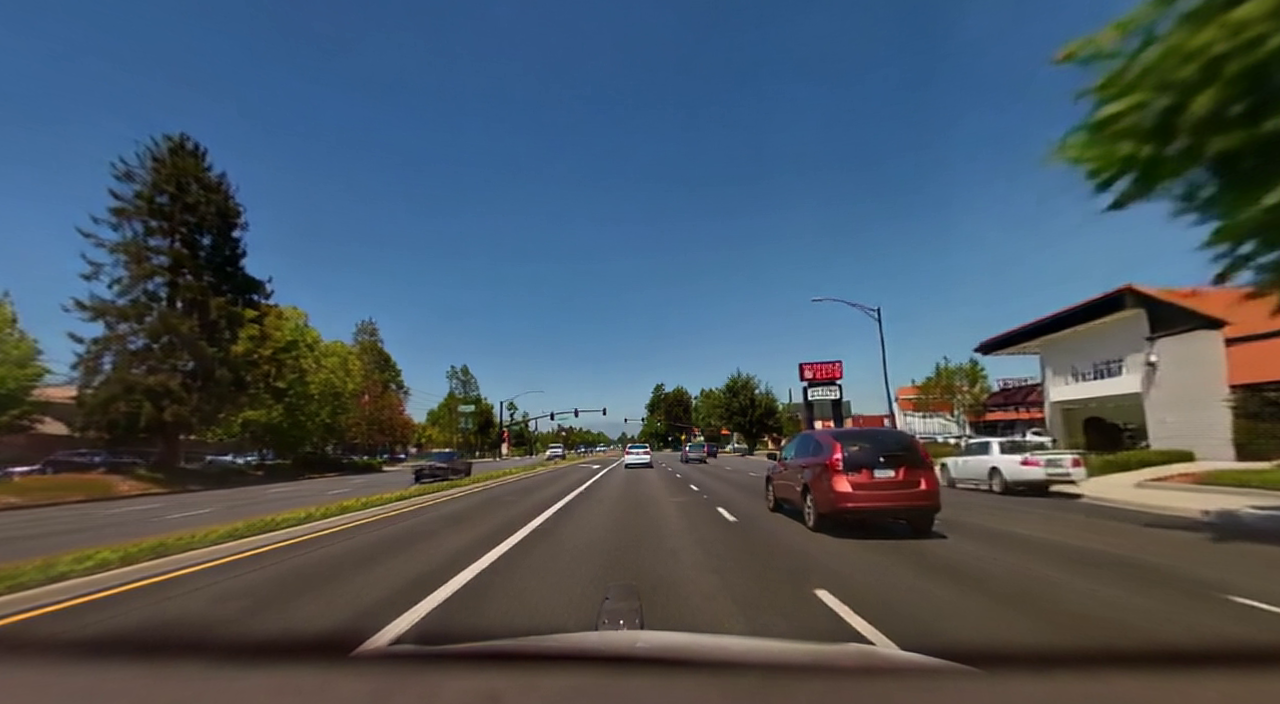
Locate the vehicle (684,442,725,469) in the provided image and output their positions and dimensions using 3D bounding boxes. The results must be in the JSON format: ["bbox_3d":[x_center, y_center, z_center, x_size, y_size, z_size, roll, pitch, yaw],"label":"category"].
[{"bbox_3d":[3.697,6.043,36.955,1.889,1.473,4.303,0,-8,0],"label":"vehicle"}]

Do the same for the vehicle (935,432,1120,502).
[{"bbox_3d":[10.791,3.224,18.250,2.154,1.690,5.208,1,-8,2],"label":"vehicle"}]

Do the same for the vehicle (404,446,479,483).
[{"bbox_3d":[-8.539,4.853,27.547,1.862,1.446,4.333,0,-8,0],"label":"vehicle"}]

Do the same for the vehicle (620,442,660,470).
[{"bbox_3d":[0.021,5.870,35.807,2.135,1.468,4.076,0,-8,0],"label":"vehicle"}]

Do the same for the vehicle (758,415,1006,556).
[{"bbox_3d":[3.267,1.897,9.678,2.022,1.643,4.326,0,-8,-1],"label":"vehicle"}]
